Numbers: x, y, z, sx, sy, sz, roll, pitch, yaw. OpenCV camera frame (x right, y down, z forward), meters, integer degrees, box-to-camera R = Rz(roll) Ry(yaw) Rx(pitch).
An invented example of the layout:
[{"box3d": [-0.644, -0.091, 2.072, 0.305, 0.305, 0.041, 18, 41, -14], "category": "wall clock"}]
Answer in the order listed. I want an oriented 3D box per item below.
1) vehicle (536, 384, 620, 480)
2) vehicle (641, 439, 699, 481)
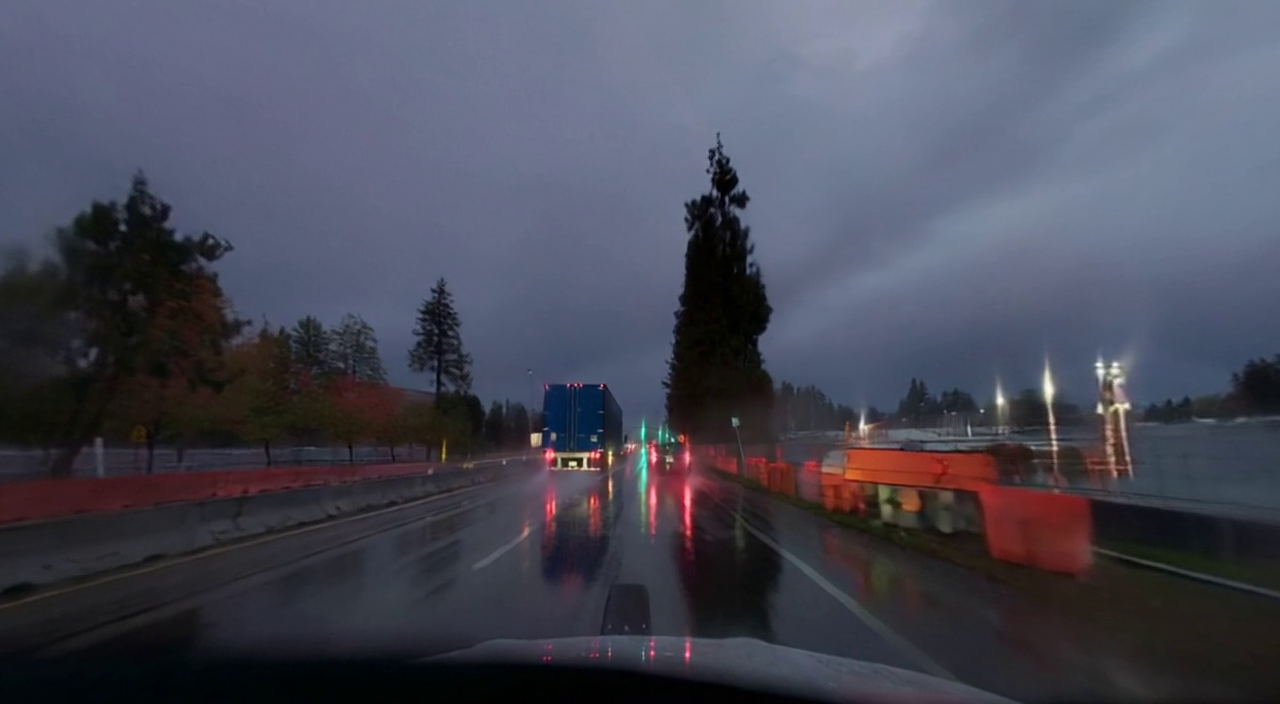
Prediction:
[{"box3d": [-2.881, 4.552, 34.926, 2.906, 4.115, 15.715, 0, -8, 1], "category": "vehicle"}, {"box3d": [1.210, 4.642, 27.391, 2.304, 1.675, 4.462, 0, -8, 0], "category": "vehicle"}]
